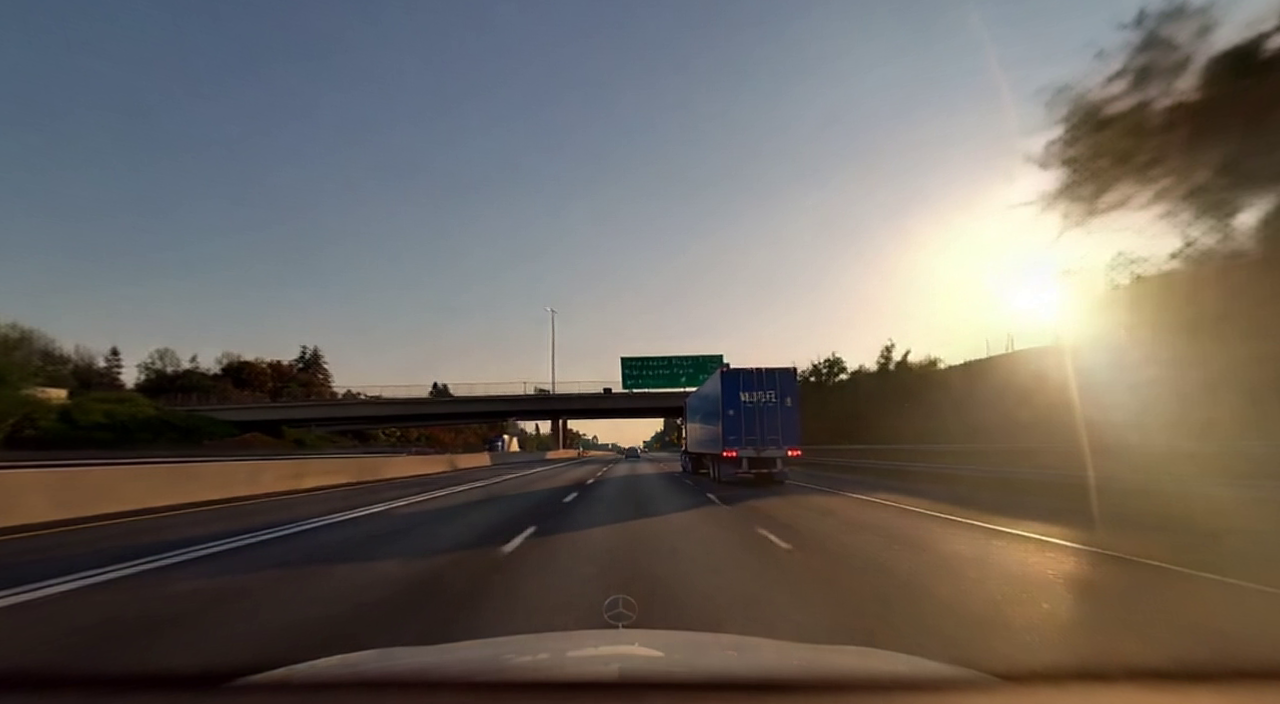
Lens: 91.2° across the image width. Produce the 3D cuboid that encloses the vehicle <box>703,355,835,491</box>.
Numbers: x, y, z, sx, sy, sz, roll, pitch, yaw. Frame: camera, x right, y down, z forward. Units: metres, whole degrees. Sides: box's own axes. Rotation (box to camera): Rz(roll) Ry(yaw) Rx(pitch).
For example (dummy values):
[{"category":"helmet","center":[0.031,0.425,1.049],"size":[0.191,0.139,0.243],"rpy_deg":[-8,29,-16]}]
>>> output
[{"category":"vehicle","center":[4.205,2.738,22.822],"size":[2.869,4.013,8.610],"rpy_deg":[0,-9,0]}]
